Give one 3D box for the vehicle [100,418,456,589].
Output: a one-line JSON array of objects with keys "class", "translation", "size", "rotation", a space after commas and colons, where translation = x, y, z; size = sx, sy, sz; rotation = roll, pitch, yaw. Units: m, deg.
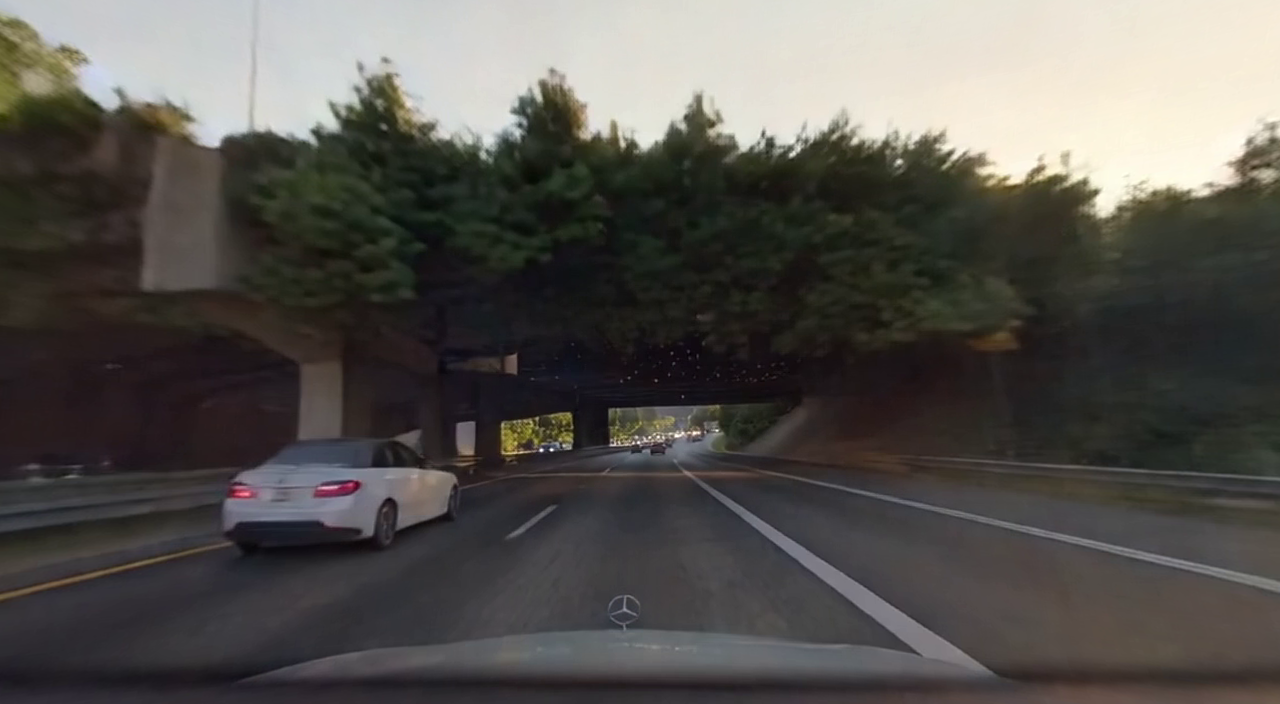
[{"class": "vehicle", "translation": [-3.938, 1.710, 7.892], "size": [1.936, 1.545, 4.116], "rotation": [0, -9, 1]}]
